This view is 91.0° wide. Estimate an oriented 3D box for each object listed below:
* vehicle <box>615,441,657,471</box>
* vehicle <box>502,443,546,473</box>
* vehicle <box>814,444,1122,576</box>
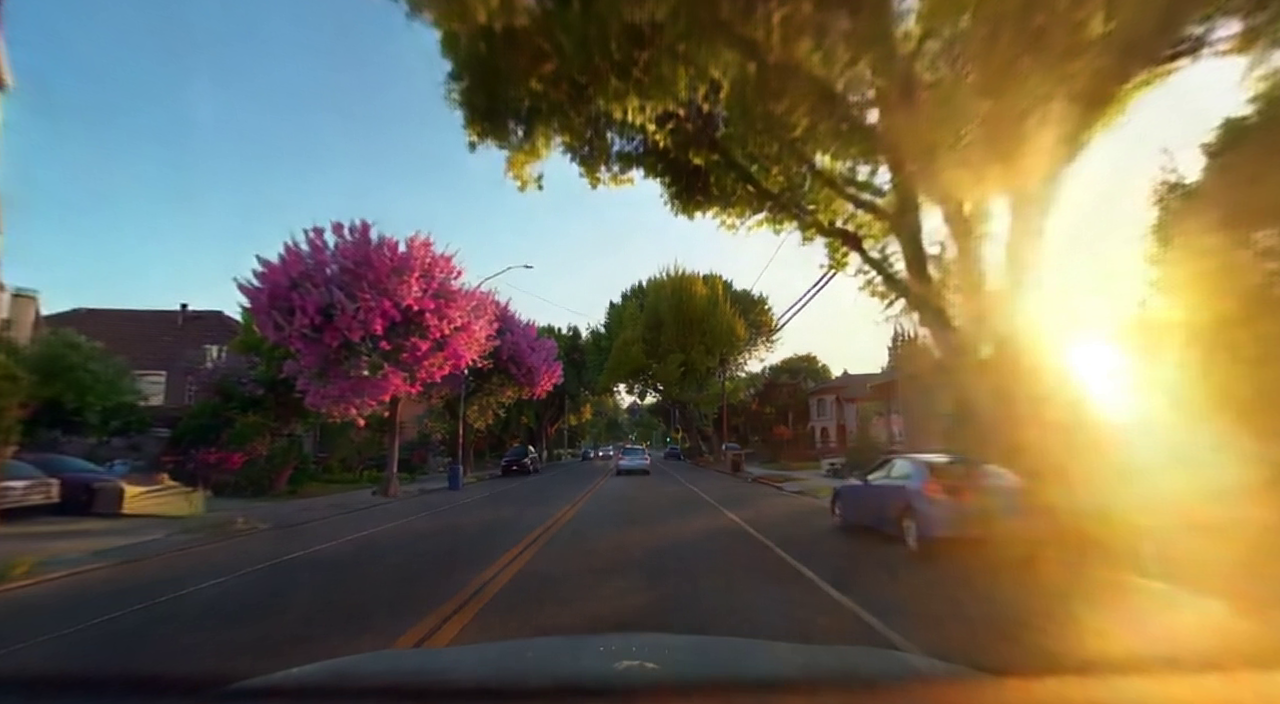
[{"bbox_3d":[-0.236,5.607,34.149,2.104,1.500,3.815,0,-8,-1],"label":"vehicle"},{"bbox_3d":[-7.649,7.048,41.739,2.022,1.795,4.337,-3,-10,1],"label":"vehicle"},{"bbox_3d":[4.464,2.181,9.793,1.977,1.481,5.155,0,-8,-1],"label":"vehicle"}]
